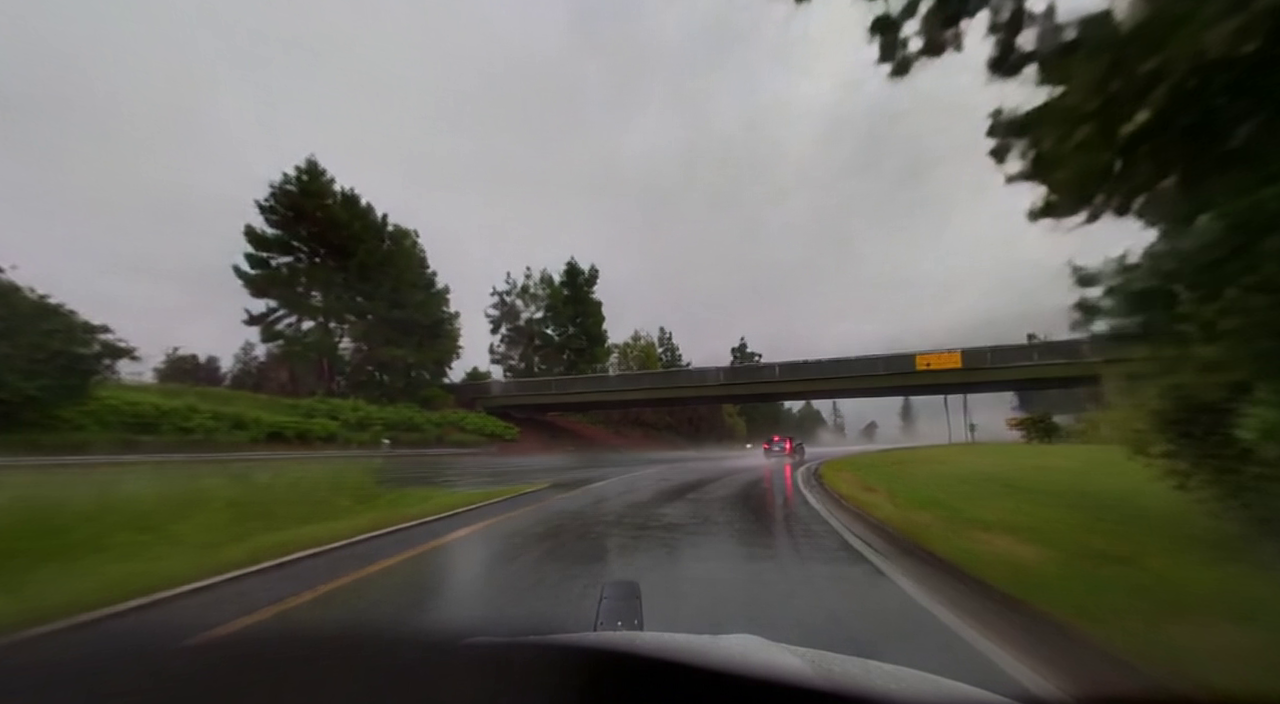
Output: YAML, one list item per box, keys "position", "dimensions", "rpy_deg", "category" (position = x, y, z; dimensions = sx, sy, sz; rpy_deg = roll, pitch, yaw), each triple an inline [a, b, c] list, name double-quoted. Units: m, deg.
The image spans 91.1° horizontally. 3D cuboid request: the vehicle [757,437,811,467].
- position: [7.493, 5.160, 32.509]
  dimensions: [1.980, 1.449, 3.650]
  rpy_deg: [-4, -10, 23]
  category: "vehicle"
